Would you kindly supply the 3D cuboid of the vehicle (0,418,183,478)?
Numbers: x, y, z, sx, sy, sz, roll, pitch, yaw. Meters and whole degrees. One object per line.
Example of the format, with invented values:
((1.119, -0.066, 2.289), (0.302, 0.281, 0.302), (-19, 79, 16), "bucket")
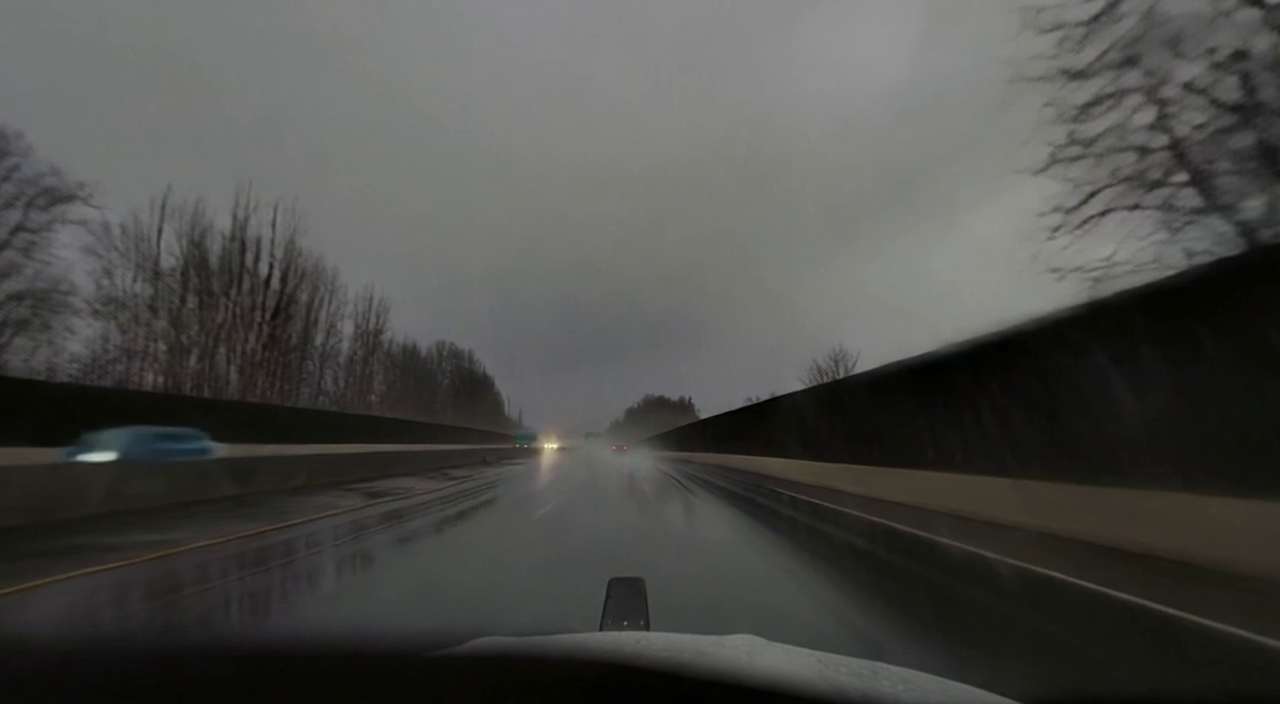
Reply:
((-15.788, 2.759, 18.129), (1.815, 1.497, 4.437), (0, -8, -1), "vehicle")
